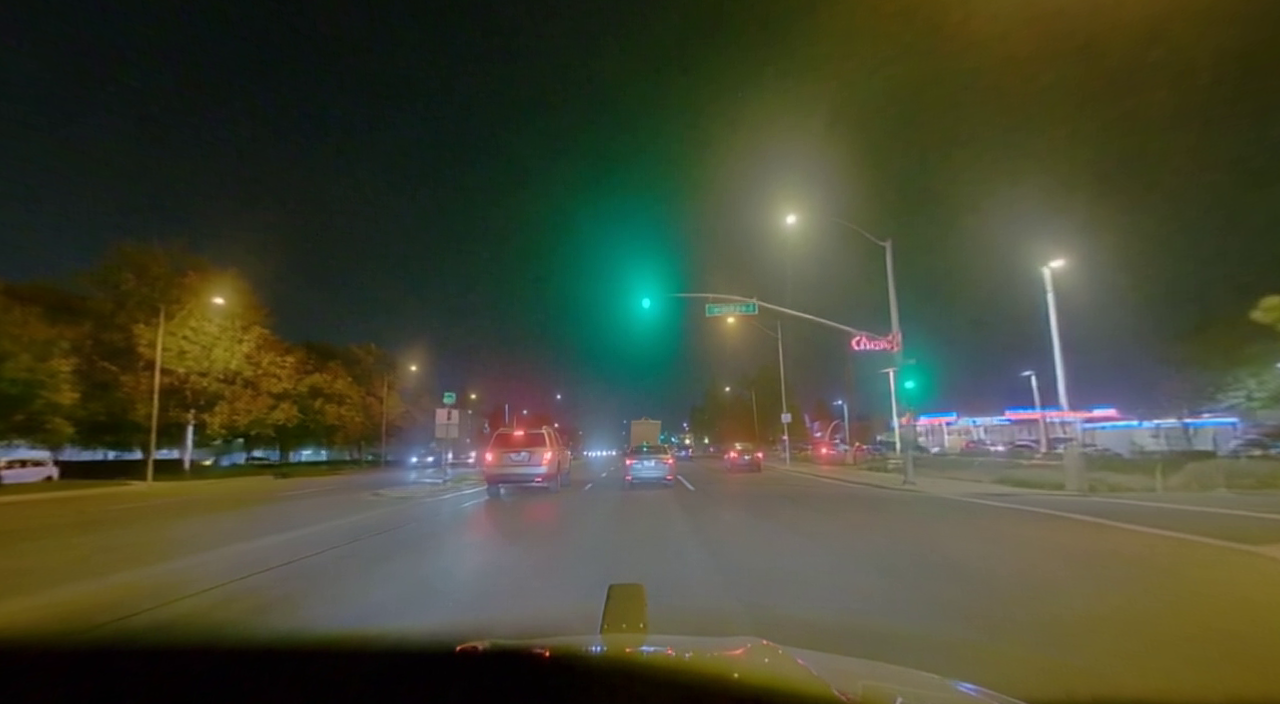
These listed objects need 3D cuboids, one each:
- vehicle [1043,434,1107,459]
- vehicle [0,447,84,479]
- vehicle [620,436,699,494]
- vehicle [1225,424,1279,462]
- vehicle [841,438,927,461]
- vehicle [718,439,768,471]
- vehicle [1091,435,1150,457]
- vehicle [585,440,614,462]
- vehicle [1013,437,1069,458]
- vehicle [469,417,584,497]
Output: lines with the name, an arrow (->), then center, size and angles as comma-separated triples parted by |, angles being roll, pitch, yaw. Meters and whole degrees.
vehicle -> 29.351, 6.359, 42.485 | 4.225, 1.502, 1.915 | 3, -9, -32
vehicle -> -31.299, 5.644, 32.125 | 4.156, 1.519, 1.804 | 0, -8, 0
vehicle -> 0.508, 3.253, 18.565 | 2.061, 1.494, 4.079 | 0, -8, 0
vehicle -> 32.944, 4.636, 32.576 | 5.720, 1.822, 2.307 | 3, -9, -32
vehicle -> 15.682, 6.299, 40.709 | 4.756, 1.422, 1.831 | 0, -8, -1
vehicle -> 5.285, 5.356, 32.936 | 1.900, 1.507, 4.151 | 0, -8, 0
vehicle -> 34.619, 6.762, 45.379 | 4.052, 1.445, 1.889 | 5, -10, -32
vehicle -> -2.969, 7.369, 46.893 | 1.902, 1.522, 3.523 | 0, -8, 1
vehicle -> 28.549, 6.767, 44.835 | 3.873, 1.429, 1.765 | 5, -10, -31
vehicle -> -3.016, 2.963, 18.158 | 2.289, 1.935, 5.227 | 0, -8, 0
